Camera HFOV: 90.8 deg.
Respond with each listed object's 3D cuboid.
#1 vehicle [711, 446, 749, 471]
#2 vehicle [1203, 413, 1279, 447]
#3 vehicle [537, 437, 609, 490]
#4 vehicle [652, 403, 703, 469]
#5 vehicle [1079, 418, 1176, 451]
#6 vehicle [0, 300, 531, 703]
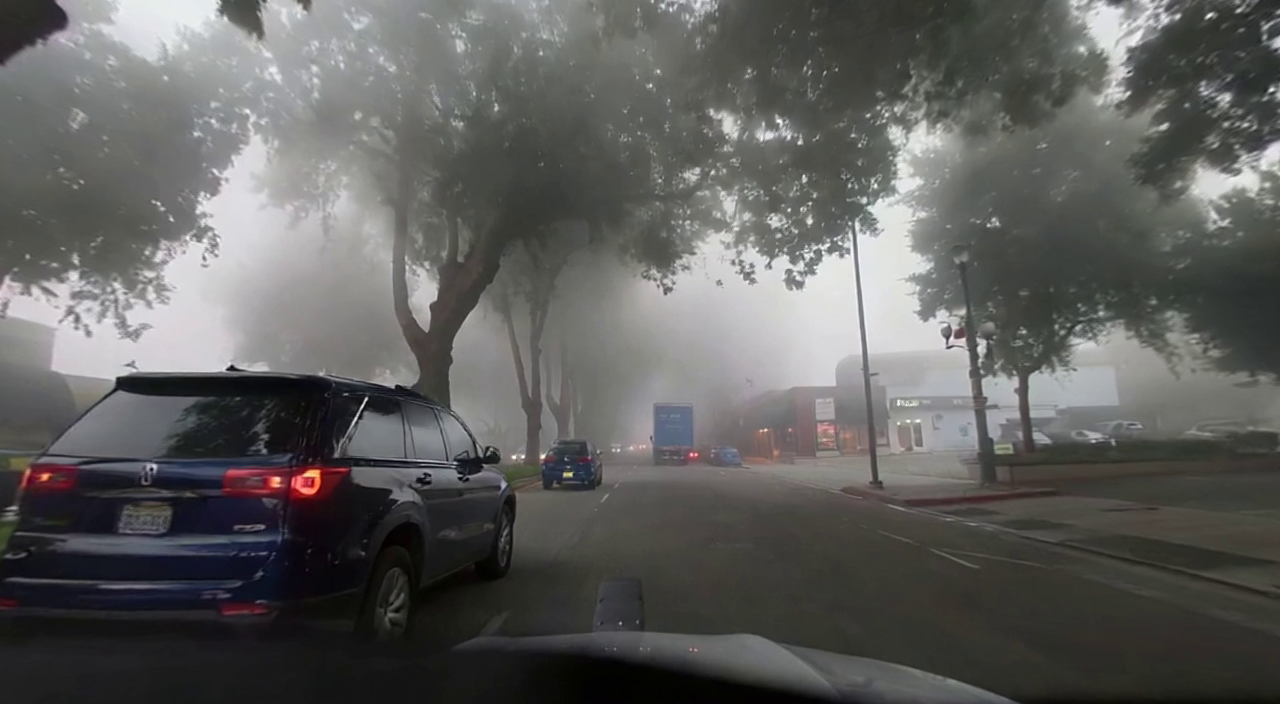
[{"bbox_3d":[5.665,6.767,40.340,1.929,1.522,4.158,0,-9,2],"label":"vehicle"},{"bbox_3d":[35.309,4.457,36.079,1.910,1.799,4.724,-4,-9,1],"label":"vehicle"},{"bbox_3d":[-2.296,4.012,23.010,2.040,1.711,4.475,0,-9,1],"label":"vehicle"},{"bbox_3d":[2.525,6.416,47.446,3.007,4.206,12.913,0,-9,0],"label":"vehicle"},{"bbox_3d":[29.205,5.016,38.090,2.007,1.869,4.771,0,-9,1],"label":"vehicle"},{"bbox_3d":[-2.572,1.130,5.269,2.293,2.036,4.853,0,-9,2],"label":"vehicle"}]
